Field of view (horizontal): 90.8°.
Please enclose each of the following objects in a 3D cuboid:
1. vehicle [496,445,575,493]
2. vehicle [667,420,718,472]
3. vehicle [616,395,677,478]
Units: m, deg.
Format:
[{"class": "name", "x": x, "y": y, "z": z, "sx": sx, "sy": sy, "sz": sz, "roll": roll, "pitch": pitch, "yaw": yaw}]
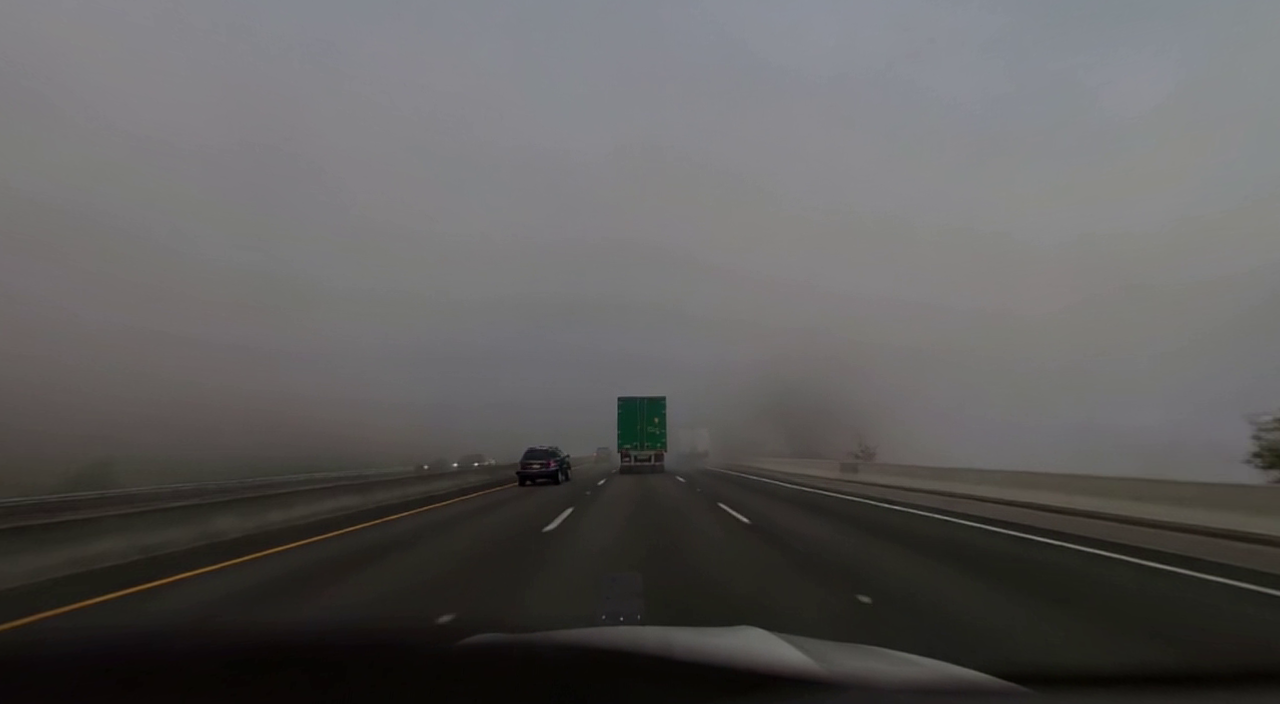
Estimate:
[{"class": "vehicle", "x": -3.551, "y": 4.042, "z": 22.157, "sx": 2.050, "sy": 1.517, "sz": 3.996, "roll": 0, "pitch": -9, "yaw": 0}, {"class": "vehicle", "x": 3.890, "y": 7.452, "z": 49.928, "sx": 2.854, "sy": 3.537, "sz": 12.540, "roll": 0, "pitch": -9, "yaw": 0}, {"class": "vehicle", "x": 0.283, "y": 4.985, "z": 36.339, "sx": 2.932, "sy": 4.042, "sz": 11.054, "roll": 0, "pitch": -9, "yaw": 0}]
